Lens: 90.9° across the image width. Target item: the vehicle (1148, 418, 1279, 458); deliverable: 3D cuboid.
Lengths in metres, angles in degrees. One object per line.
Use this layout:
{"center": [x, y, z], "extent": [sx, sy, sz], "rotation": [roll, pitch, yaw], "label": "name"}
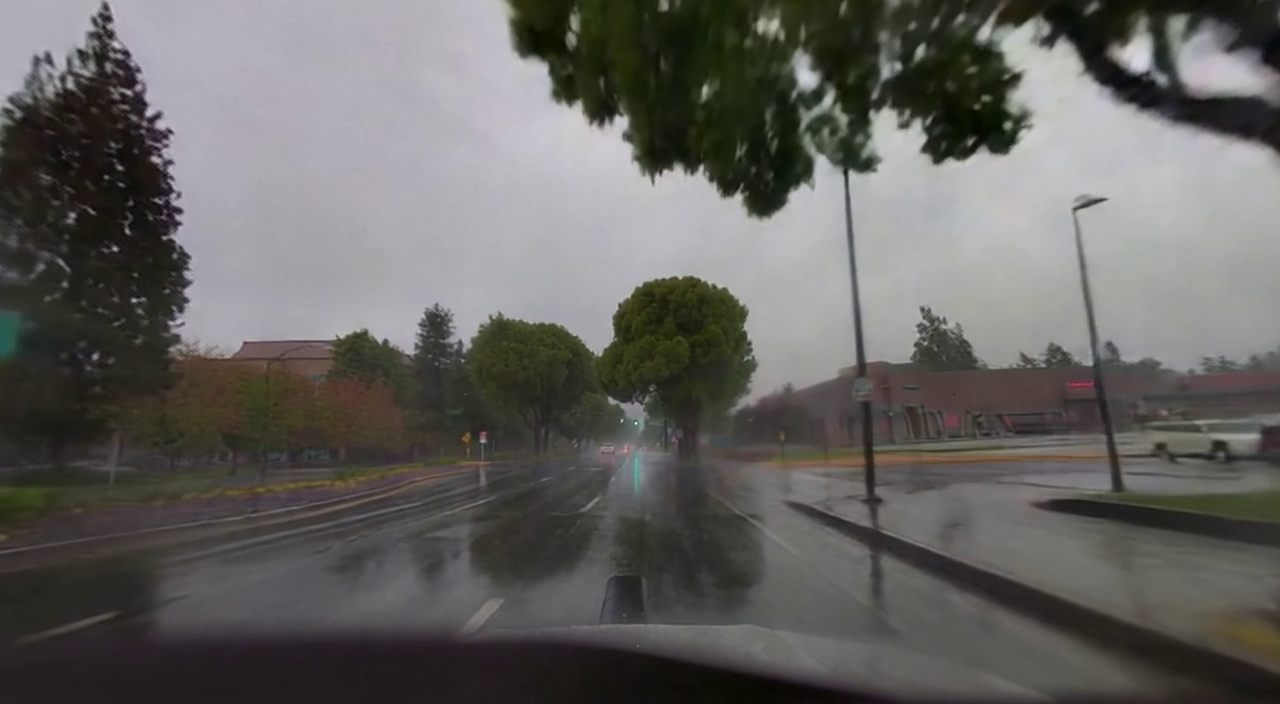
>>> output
{"center": [25.976, 3.888, 28.420], "extent": [4.384, 1.682, 1.866], "rotation": [-1, -9, 3], "label": "vehicle"}
